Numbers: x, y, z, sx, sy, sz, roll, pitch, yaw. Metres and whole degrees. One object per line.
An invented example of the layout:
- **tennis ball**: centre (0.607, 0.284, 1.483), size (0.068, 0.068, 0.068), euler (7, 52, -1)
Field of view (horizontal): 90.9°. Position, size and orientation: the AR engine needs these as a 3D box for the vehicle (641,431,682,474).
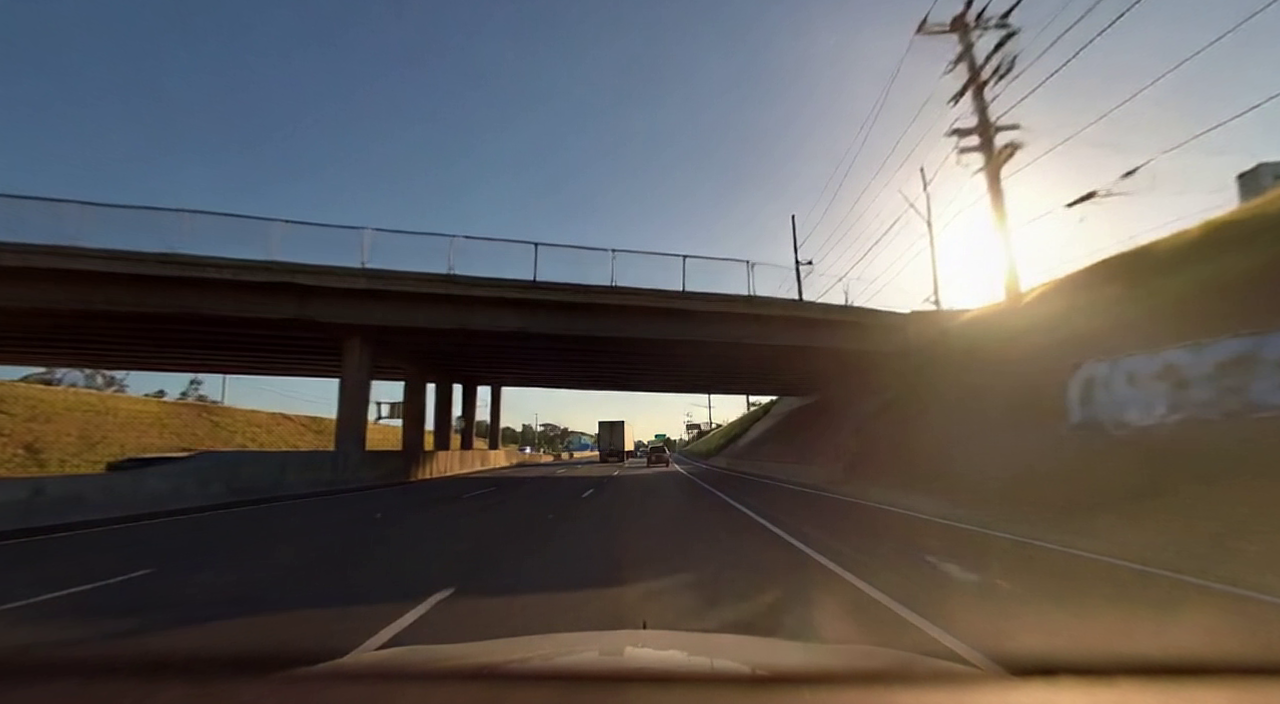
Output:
- **vehicle**: centre (1.315, 6.661, 41.932), size (2.462, 2.627, 5.799), euler (0, -9, -1)
